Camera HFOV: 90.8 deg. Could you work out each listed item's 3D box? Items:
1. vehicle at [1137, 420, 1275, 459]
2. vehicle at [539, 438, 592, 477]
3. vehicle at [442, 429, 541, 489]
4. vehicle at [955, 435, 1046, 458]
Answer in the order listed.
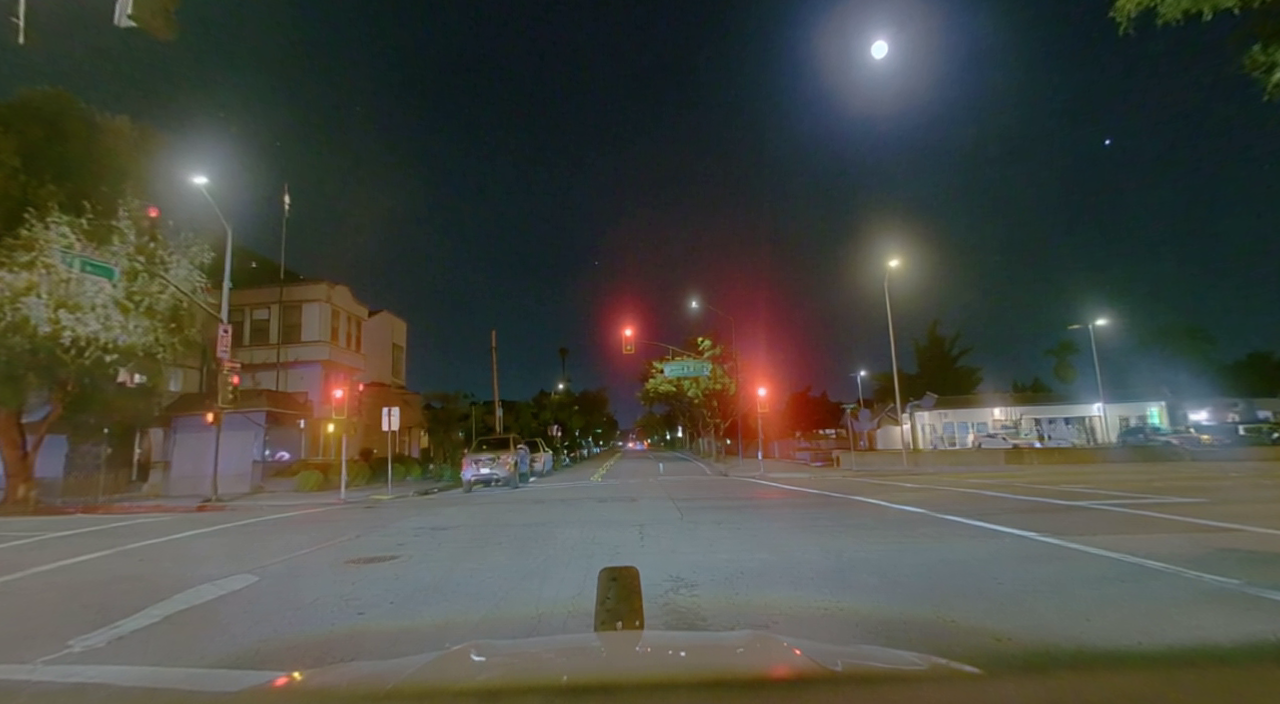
[{"bbox_3d":[33.255,5.164,37.261,5.969,2.149,2.331,0,-9,-3],"label":"vehicle"},{"bbox_3d":[-3.666,5.282,31.916,2.120,1.783,4.788,0,-9,0],"label":"vehicle"},{"bbox_3d":[-6.519,4.829,28.951,2.896,2.339,7.322,0,-9,-1],"label":"vehicle"},{"bbox_3d":[24.986,6.550,43.850,5.172,1.515,1.851,0,-9,-2],"label":"vehicle"}]
